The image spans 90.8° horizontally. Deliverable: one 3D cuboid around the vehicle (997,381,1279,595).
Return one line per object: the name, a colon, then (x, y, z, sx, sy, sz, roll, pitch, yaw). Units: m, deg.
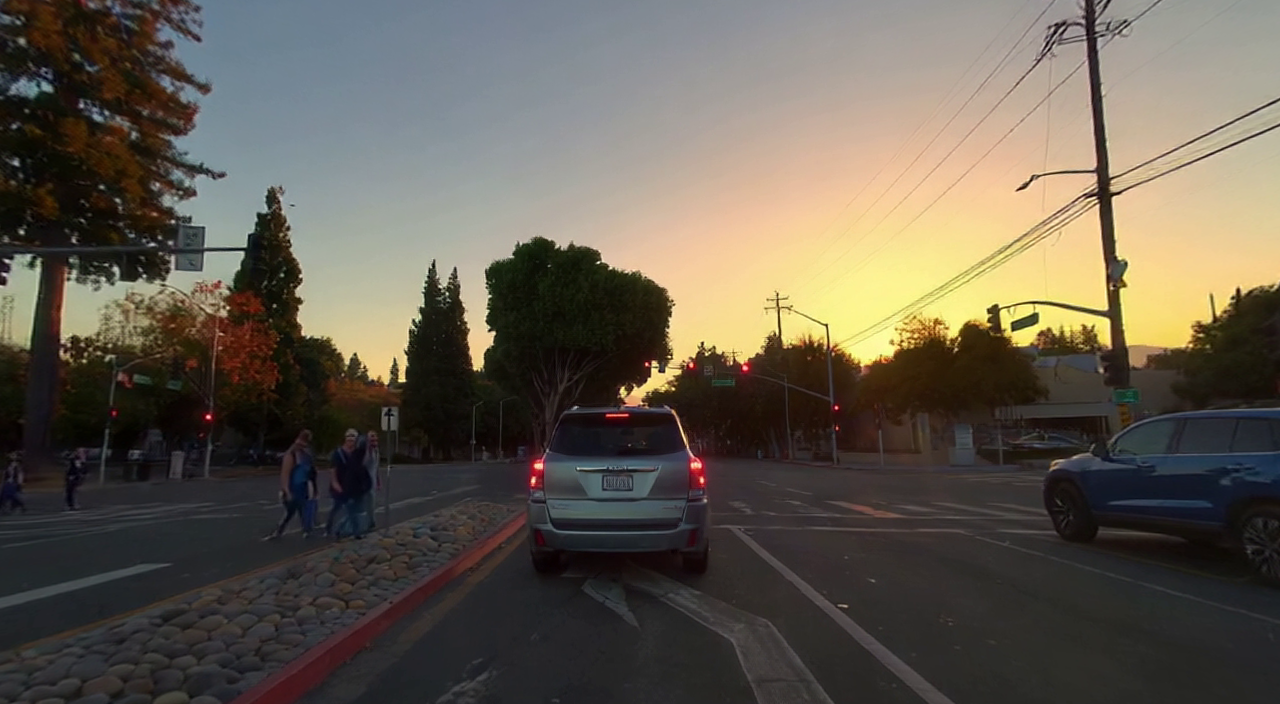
vehicle: (6.575, 1.439, 7.239, 2.119, 1.827, 4.806, 0, -9, 0)

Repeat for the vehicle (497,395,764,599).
vehicle: (-0.112, 1.562, 7.632, 2.285, 1.729, 4.252, 0, -9, -1)
